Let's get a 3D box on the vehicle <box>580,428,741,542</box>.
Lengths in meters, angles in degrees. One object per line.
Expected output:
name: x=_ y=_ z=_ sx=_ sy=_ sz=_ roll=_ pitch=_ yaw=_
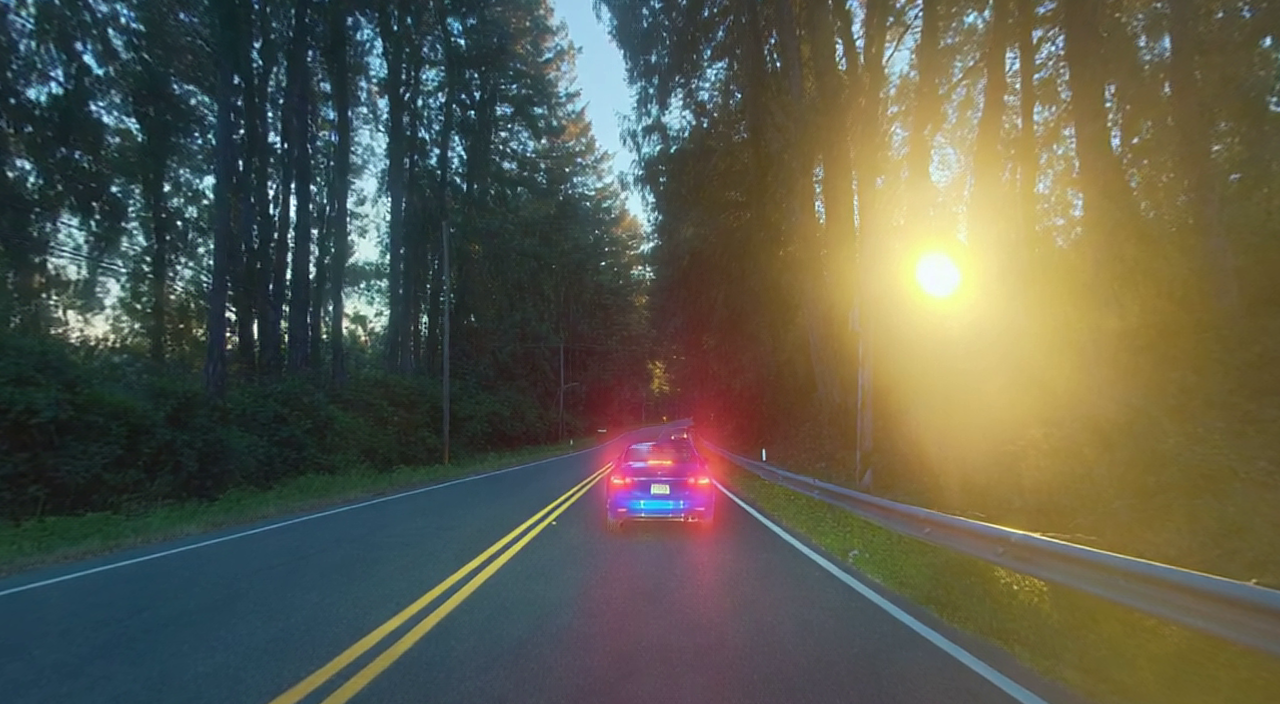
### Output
vehicle: x=0.293 y=2.082 z=10.465 sx=2.187 sy=1.533 sz=3.726 roll=0 pitch=-8 yaw=1
